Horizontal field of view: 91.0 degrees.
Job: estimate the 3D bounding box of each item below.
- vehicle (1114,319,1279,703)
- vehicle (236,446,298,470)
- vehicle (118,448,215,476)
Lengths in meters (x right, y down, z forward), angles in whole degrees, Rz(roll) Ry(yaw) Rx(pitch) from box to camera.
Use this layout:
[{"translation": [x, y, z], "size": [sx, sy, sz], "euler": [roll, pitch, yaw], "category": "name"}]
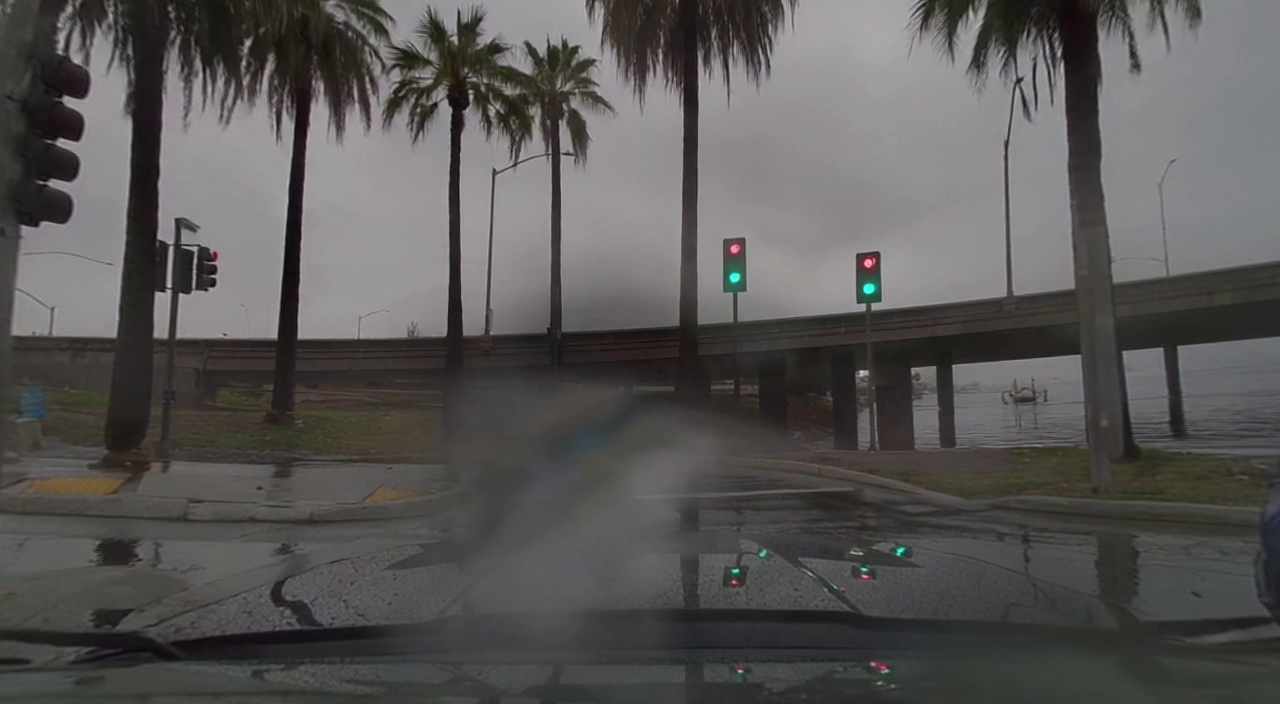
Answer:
[{"translation": [3.452, 0.523, 0.766], "size": [2.028, 1.770, 4.737], "euler": [0, -9, 0], "category": "vehicle"}, {"translation": [-26.275, 7.450, 44.499], "size": [1.941, 1.631, 4.017], "euler": [0, -9, 0], "category": "vehicle"}, {"translation": [-26.577, 6.177, 35.530], "size": [1.830, 1.443, 4.551], "euler": [0, -9, 2], "category": "vehicle"}]
